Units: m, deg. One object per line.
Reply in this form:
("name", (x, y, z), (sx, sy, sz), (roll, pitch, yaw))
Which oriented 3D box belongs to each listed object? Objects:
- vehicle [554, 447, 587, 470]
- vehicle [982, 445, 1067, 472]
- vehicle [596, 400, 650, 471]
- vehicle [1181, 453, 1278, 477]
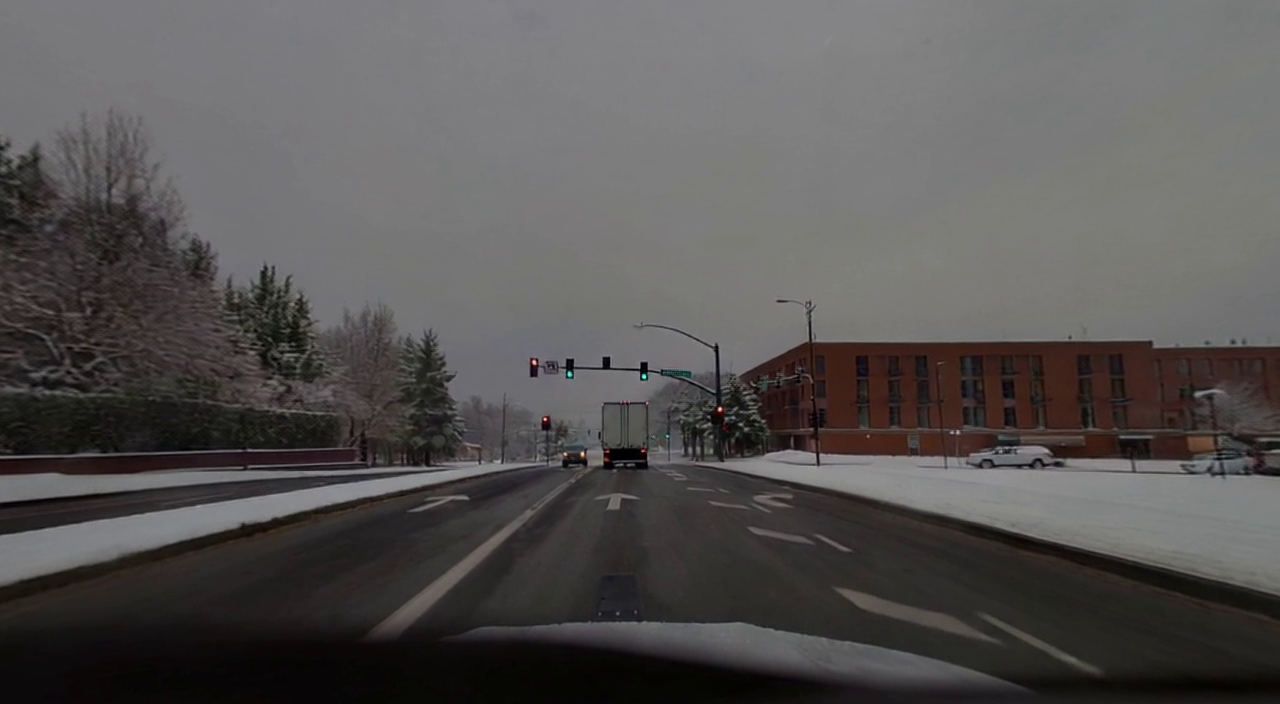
("vehicle", (-4.823, 7.410, 44.108), (1.917, 1.462, 3.878), (0, -8, -1))
("vehicle", (28.958, 8.008, 47.667), (5.139, 1.889, 1.953), (-4, -7, 22))
("vehicle", (-1.006, 5.060, 38.012), (2.876, 3.724, 9.351), (0, -8, -1))
("vehicle", (39.846, 7.632, 42.723), (4.376, 1.459, 1.696), (-4, -8, 27))
